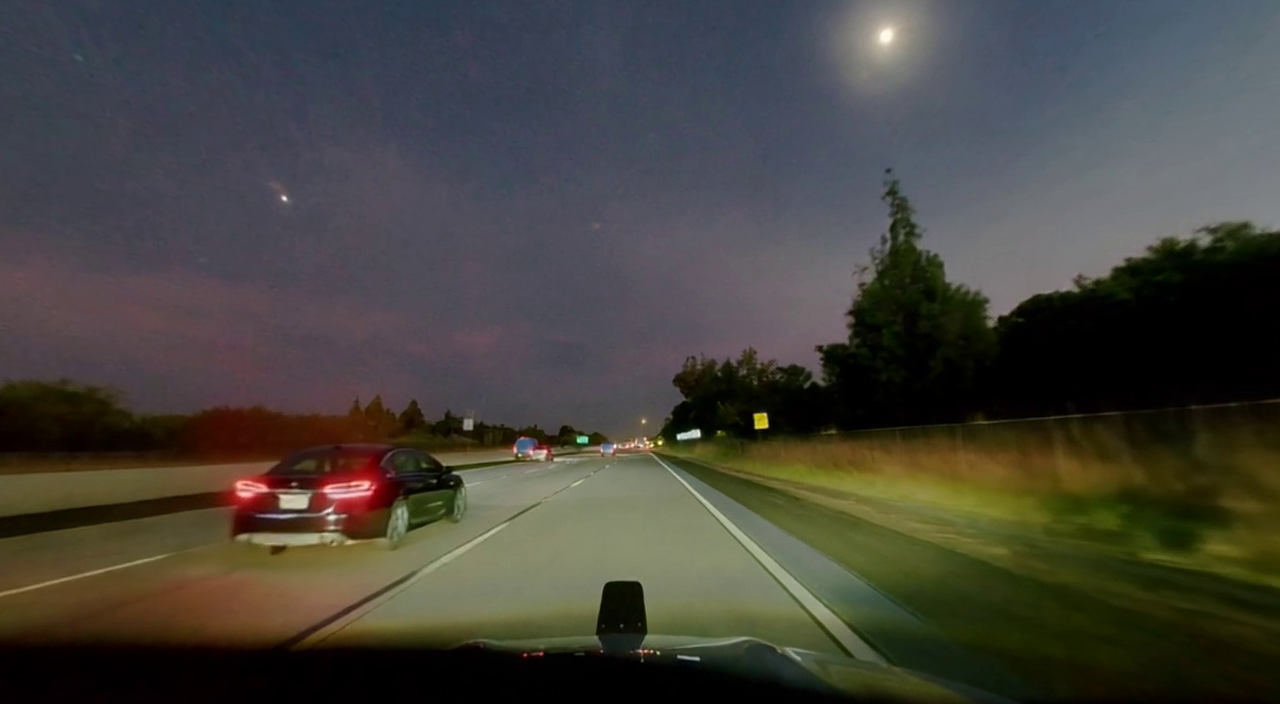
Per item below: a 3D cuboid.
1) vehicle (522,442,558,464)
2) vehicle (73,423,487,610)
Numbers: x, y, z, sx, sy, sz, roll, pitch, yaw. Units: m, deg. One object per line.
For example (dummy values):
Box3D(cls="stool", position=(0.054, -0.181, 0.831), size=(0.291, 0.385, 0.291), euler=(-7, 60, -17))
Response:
Box3D(cls="vehicle", position=(-7.501, 7.594, 47.564), size=(2.014, 1.598, 4.015), euler=(0, -8, 1))
Box3D(cls="vehicle", position=(-3.568, 1.716, 7.708), size=(2.081, 1.514, 4.943), euler=(0, -8, 1))
